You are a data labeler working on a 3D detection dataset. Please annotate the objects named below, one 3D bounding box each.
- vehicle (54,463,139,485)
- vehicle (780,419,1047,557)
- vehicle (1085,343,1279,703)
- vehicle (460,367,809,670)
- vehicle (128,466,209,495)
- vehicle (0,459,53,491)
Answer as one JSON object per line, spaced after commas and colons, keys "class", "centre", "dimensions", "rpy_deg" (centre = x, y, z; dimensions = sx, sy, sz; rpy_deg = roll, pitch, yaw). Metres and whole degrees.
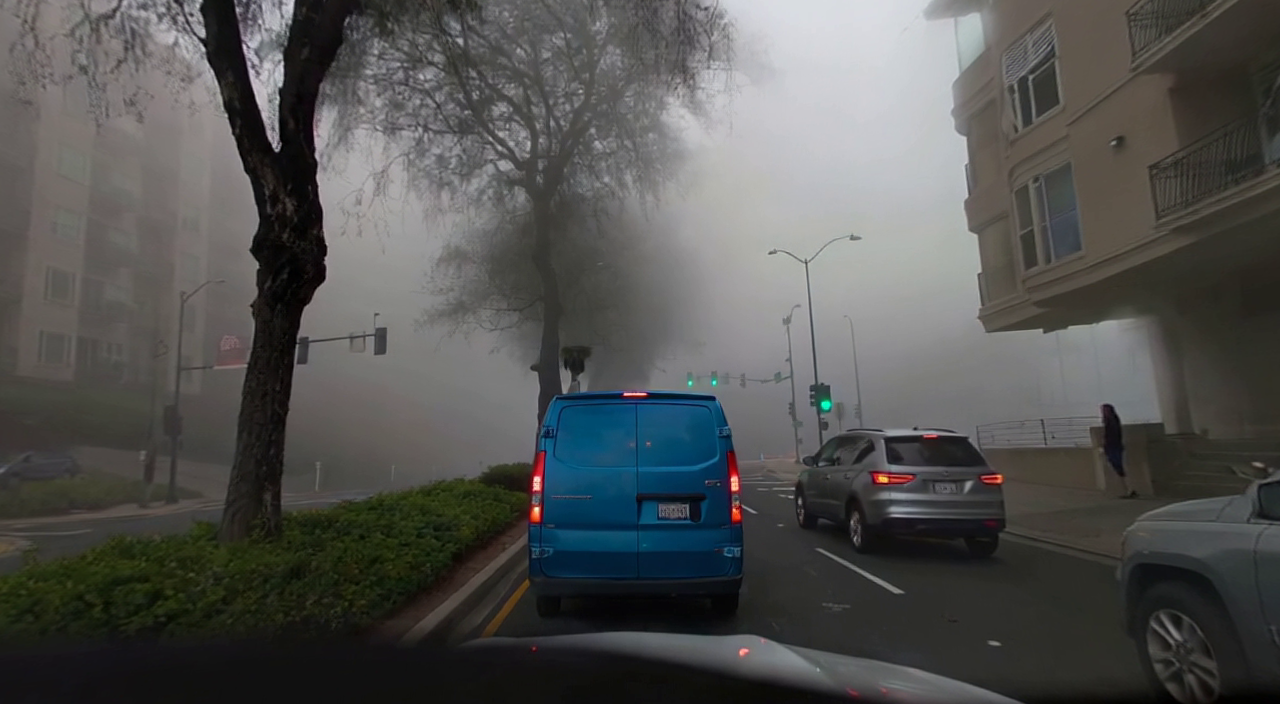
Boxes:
{"class": "vehicle", "centre": [-38.446, 8.631, 44.641], "dimensions": [4.396, 1.458, 1.809], "rpy_deg": [-1, -9, 2]}
{"class": "vehicle", "centre": [3.922, 2.039, 10.228], "dimensions": [2.061, 1.676, 4.734], "rpy_deg": [0, -9, -2]}
{"class": "vehicle", "centre": [3.811, 0.694, 1.736], "dimensions": [2.157, 1.748, 4.130], "rpy_deg": [0, -9, 1]}
{"class": "vehicle", "centre": [-0.031, 1.323, 6.040], "dimensions": [2.101, 1.828, 4.270], "rpy_deg": [0, -9, 0]}
{"class": "vehicle", "centre": [-33.244, 9.071, 44.527], "dimensions": [4.292, 1.492, 1.772], "rpy_deg": [-6, -14, -1]}
{"class": "vehicle", "centre": [-35.502, 6.839, 35.144], "dimensions": [3.843, 1.680, 1.782], "rpy_deg": [-1, -9, 4]}
